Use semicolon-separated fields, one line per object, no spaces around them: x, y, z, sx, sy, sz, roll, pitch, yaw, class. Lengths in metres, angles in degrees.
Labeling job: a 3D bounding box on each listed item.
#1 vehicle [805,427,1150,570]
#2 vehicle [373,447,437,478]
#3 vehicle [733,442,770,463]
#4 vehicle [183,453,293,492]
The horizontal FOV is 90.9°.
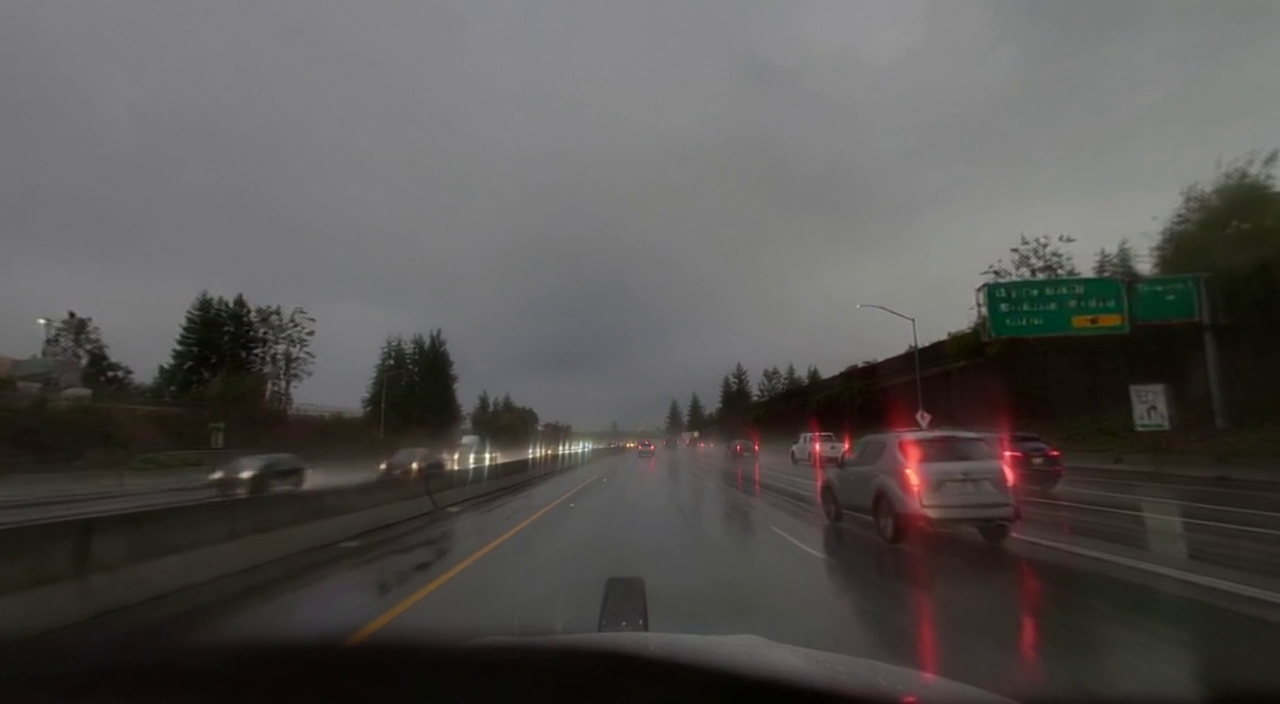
4.233;1.924;9.239;2.223;1.483;5.075;0;-9;0;vehicle
-12.839;6.022;34.727;1.875;1.591;4.102;0;-9;0;vehicle
8.152;7.421;46.567;1.919;1.476;4.303;0;-9;-1;vehicle
-17.462;5.222;27.737;1.882;1.477;4.563;0;-9;-1;vehicle
